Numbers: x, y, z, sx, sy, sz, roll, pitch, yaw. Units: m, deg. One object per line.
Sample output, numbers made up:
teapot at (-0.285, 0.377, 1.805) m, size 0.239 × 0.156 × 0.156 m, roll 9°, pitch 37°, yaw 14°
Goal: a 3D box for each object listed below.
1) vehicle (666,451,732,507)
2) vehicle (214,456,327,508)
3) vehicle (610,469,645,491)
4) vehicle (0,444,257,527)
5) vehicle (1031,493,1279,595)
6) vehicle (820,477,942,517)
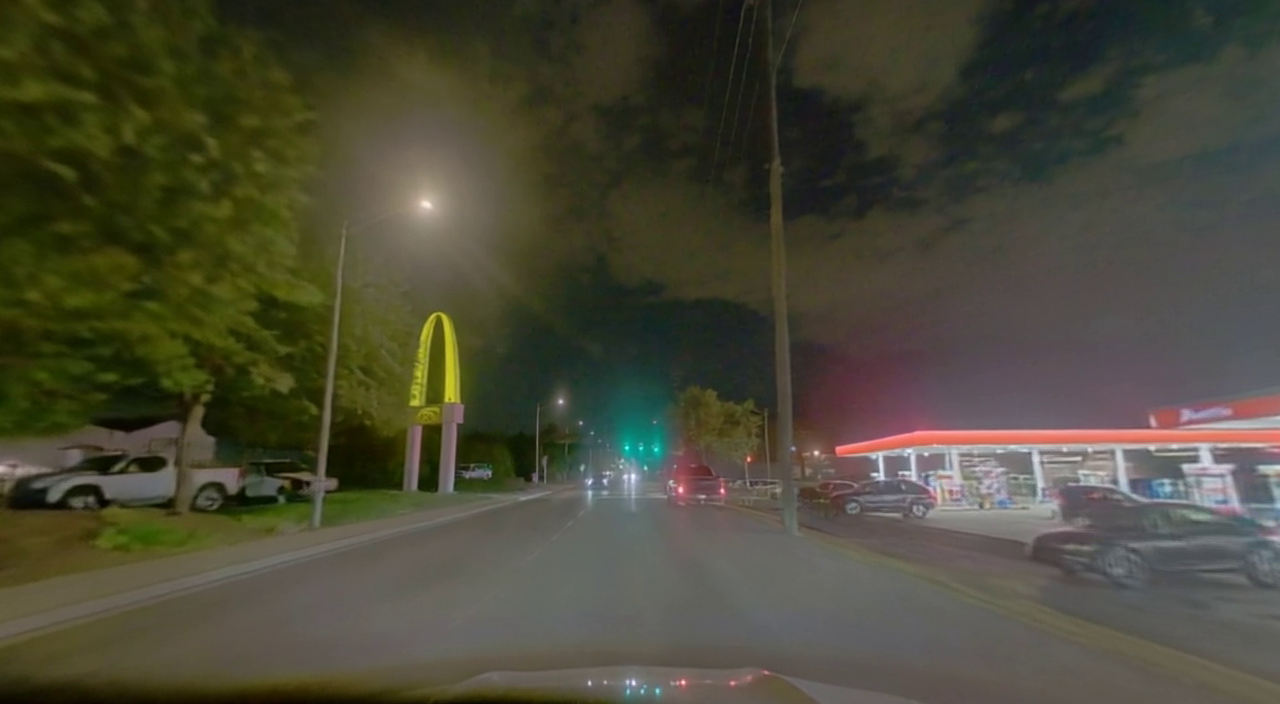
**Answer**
vehicle at (2.347, 5.334, 26.616) m, size 2.153 × 2.074 × 5.188 m, roll 1°, pitch -11°, yaw -2°
vehicle at (-12.603, 4.415, 21.546) m, size 2.871 × 1.604 × 1.710 m, roll 10°, pitch -14°, yaw -42°
vehicle at (-0.845, 9.014, 44.627) m, size 1.993 × 1.454 × 3.810 m, roll -1°, pitch -11°, yaw 6°
vehicle at (-12.024, 3.112, 14.920) m, size 4.575 × 1.641 × 2.006 m, roll 10°, pitch -14°, yaw -41°
vehicle at (9.542, 3.271, 10.969) m, size 4.169 × 1.474 × 1.850 m, roll 1°, pitch -11°, yaw 0°
vehicle at (9.585, 5.810, 25.324) m, size 4.123 × 1.446 × 1.807 m, roll 1°, pitch -11°, yaw -2°
